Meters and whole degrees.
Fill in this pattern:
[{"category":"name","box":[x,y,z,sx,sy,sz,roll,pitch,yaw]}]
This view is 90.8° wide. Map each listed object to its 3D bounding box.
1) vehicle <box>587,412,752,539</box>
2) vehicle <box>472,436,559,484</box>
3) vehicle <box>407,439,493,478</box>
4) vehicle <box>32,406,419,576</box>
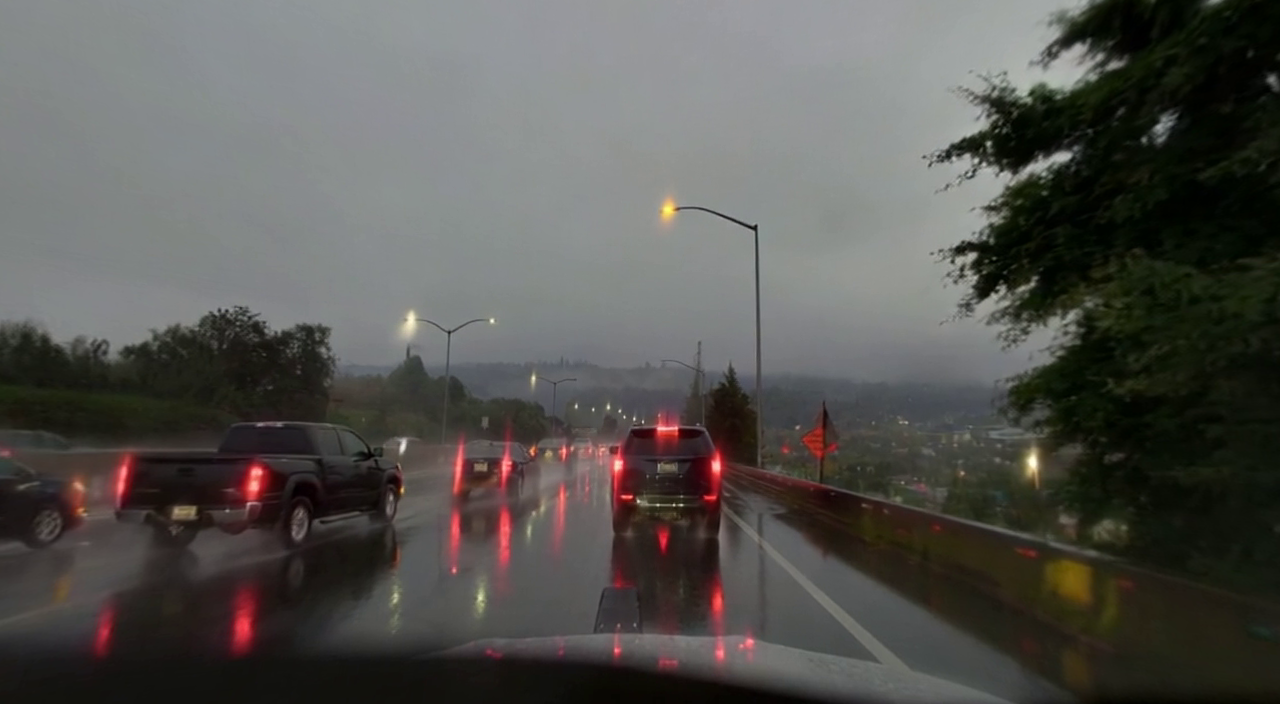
[{"category":"vehicle","box":[0.469,2.025,10.912,2.235,1.716,4.435,-1,-9,2]},{"category":"vehicle","box":[-4.146,3.675,21.745,1.868,1.470,4.105,-1,-9,4]},{"category":"vehicle","box":[-7.745,4.366,26.205,1.925,1.454,4.270,-1,-9,5]},{"category":"vehicle","box":[-4.989,1.727,8.611,2.076,1.688,4.334,-1,-9,5]}]
